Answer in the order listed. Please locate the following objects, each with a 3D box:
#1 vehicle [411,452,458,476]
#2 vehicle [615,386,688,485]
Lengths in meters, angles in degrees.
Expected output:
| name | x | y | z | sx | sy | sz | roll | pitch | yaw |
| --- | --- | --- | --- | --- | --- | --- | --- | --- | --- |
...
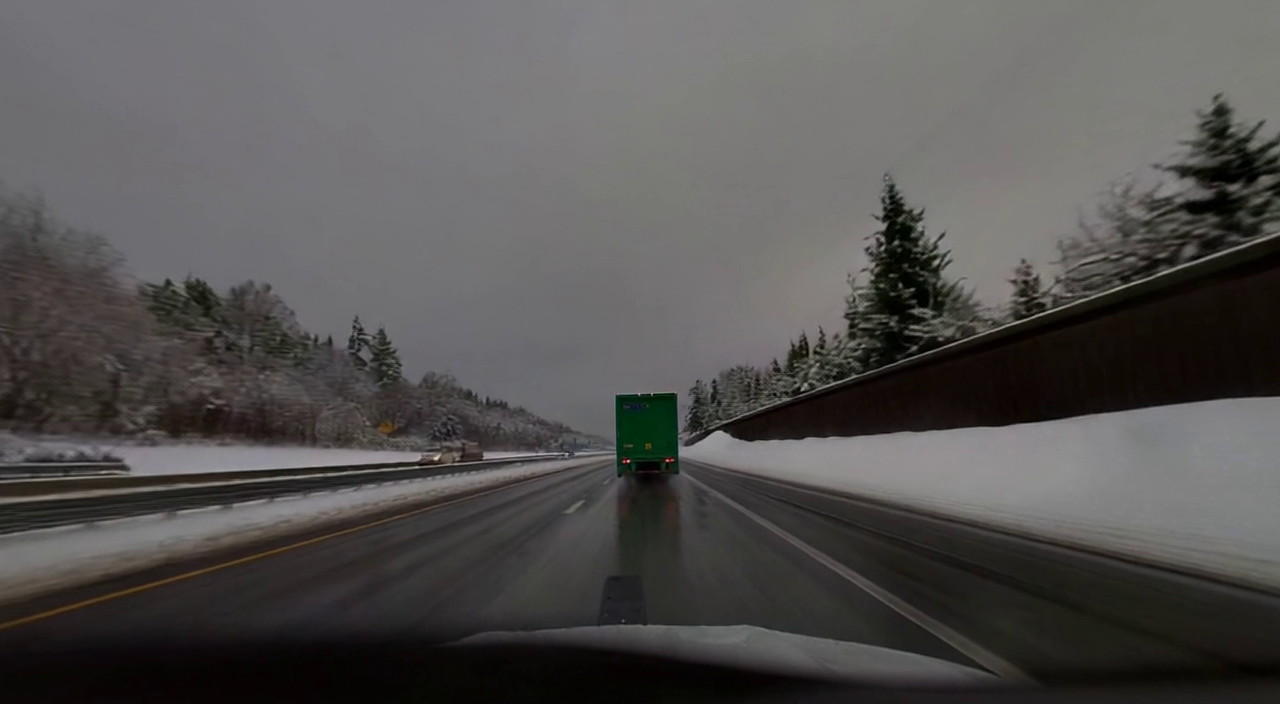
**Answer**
| name | x | y | z | sx | sy | sz | roll | pitch | yaw |
| --- | --- | --- | --- | --- | --- | --- | --- | --- | --- |
| vehicle | -15.848 | 8.648 | 48.848 | 2.153 | 1.701 | 4.394 | 0 | -9 | 0 |
| vehicle | 0.263 | 4.142 | 30.355 | 2.900 | 3.955 | 10.151 | 0 | -9 | -2 |
